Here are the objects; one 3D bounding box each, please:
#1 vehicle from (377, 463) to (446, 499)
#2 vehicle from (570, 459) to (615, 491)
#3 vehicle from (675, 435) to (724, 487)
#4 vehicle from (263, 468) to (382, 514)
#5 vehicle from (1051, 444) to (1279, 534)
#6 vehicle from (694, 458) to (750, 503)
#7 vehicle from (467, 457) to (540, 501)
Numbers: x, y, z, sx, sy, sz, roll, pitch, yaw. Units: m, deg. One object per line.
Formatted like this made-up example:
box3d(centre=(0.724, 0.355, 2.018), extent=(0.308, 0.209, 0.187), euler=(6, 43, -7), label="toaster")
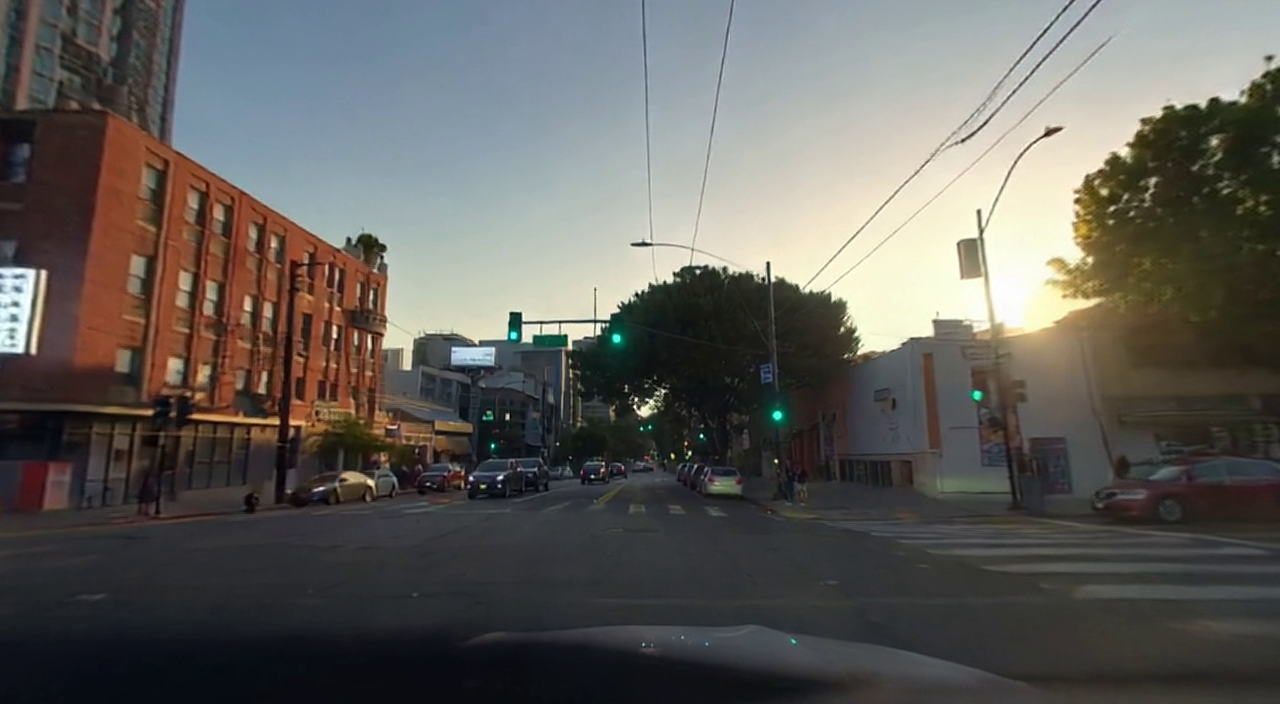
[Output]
box3d(centre=(-11.733, 6.615, 32.604), extent=(1.933, 1.628, 3.973), euler=(0, -8, 2), label="vehicle")
box3d(centre=(-2.460, 6.493, 33.393), extent=(1.973, 1.496, 3.713), euler=(0, -8, 2), label="vehicle")
box3d(centre=(4.241, 7.944, 46.518), extent=(2.989, 3.455, 7.975), euler=(0, -8, 1), label="vehicle")
box3d(centre=(-12.158, 5.324, 24.544), extent=(1.934, 1.434, 4.636), euler=(-1, -8, 4), label="vehicle")
box3d(centre=(11.350, 2.763, 13.017), extent=(4.288, 1.689, 1.909), euler=(0, -9, 2), label="vehicle")
box3d(centre=(3.616, 5.737, 28.470), extent=(1.924, 1.765, 3.954), euler=(0, -8, -1), label="vehicle")
box3d(centre=(-5.594, 5.250, 26.392), extent=(1.942, 1.559, 4.298), euler=(0, -8, 2), label="vehicle")
